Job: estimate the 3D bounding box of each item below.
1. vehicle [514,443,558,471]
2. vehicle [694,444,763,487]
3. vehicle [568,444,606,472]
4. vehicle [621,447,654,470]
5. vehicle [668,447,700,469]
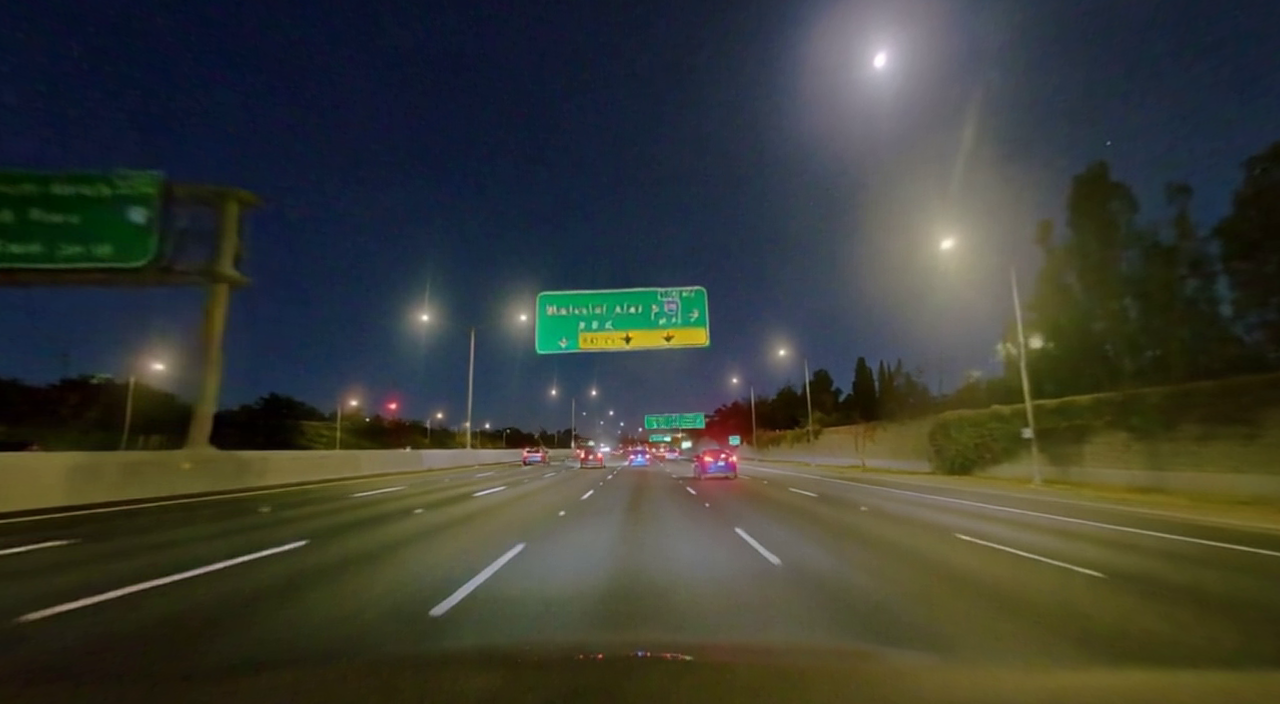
[{"bbox_3d":[-6.850,6.953,41.972,2.112,1.721,4.381,0,-9,1],"label":"vehicle"},{"bbox_3d":[3.428,4.514,25.389,2.077,1.527,4.553,0,-9,-1],"label":"vehicle"},{"bbox_3d":[-3.308,6.701,40.112,2.091,1.664,4.157,0,-9,0],"label":"vehicle"},{"bbox_3d":[-0.177,7.311,43.588,2.166,1.496,4.158,0,-9,0],"label":"vehicle"},{"bbox_3d":[3.208,7.809,46.391,2.036,1.517,4.256,0,-9,0],"label":"vehicle"}]
